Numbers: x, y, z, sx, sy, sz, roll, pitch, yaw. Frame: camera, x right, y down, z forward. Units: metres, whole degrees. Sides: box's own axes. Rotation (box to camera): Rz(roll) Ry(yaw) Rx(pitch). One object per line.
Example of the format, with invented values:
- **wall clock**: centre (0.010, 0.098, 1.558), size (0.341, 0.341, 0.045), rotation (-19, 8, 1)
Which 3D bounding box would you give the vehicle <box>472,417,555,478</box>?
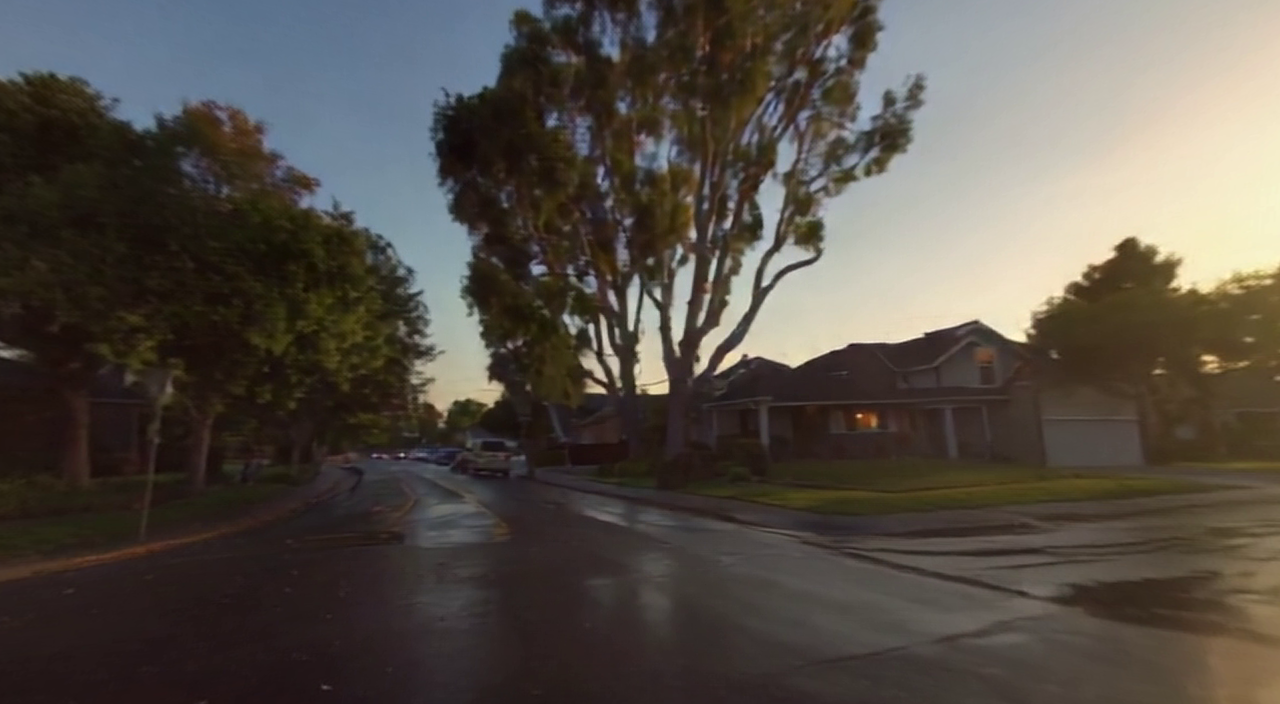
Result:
- **vehicle**: centre (-7.235, 5.265, 35.465), size (2.718, 3.089, 6.380), rotation (4, -8, -28)
